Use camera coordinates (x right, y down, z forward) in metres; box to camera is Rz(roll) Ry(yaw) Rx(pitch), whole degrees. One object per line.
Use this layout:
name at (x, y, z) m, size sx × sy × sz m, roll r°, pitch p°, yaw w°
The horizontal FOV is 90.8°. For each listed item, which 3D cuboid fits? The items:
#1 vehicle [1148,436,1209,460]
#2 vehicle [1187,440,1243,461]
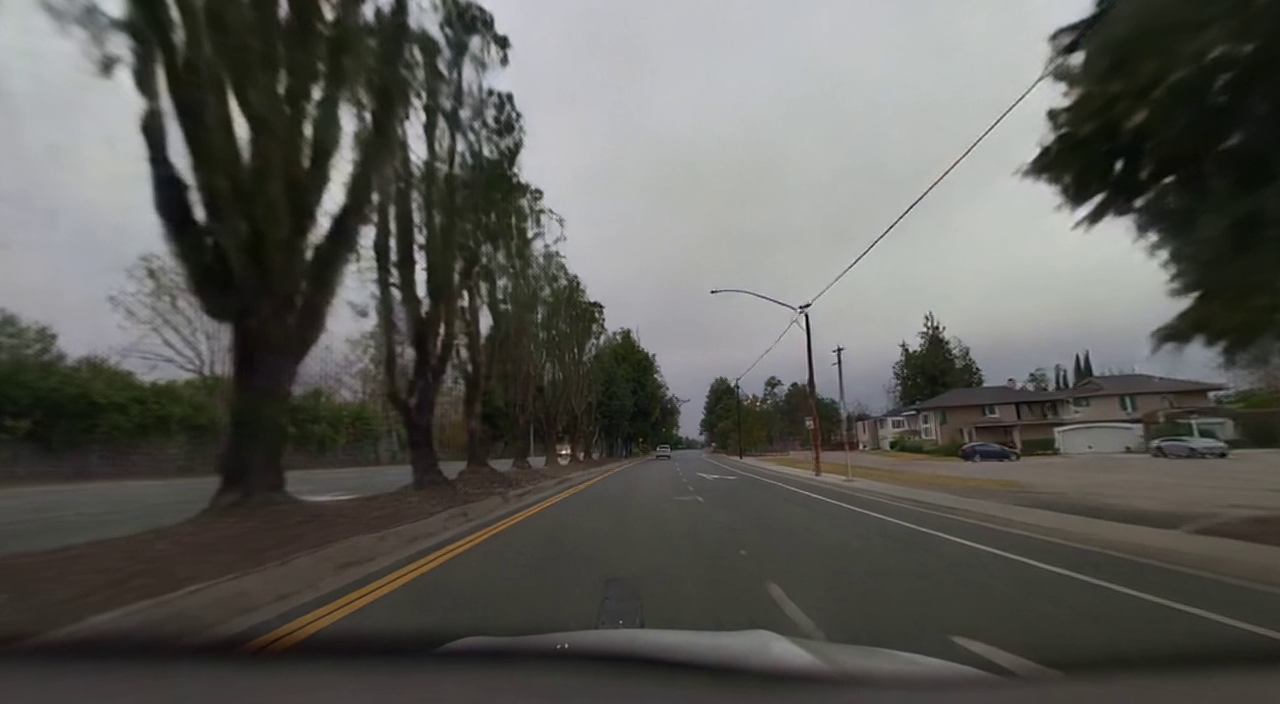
vehicle at (42.269, 7.553, 49.571) m, size 4.494 × 1.782 × 2.212 m, roll 5°, pitch -10°, yaw -32°
vehicle at (42.576, 7.276, 46.741) m, size 4.028 × 1.539 × 1.815 m, roll 5°, pitch -10°, yaw -31°
